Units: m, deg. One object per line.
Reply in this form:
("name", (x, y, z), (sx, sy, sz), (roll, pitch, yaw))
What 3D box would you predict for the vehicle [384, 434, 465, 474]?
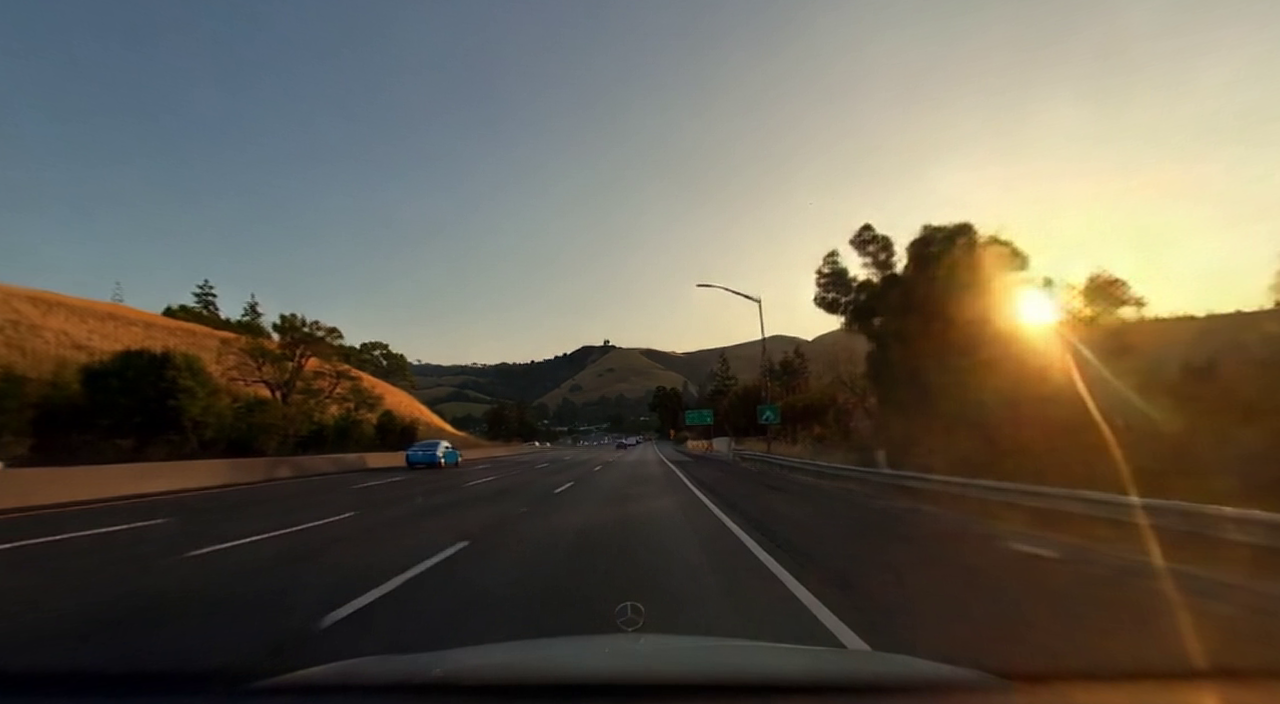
("vehicle", (-10.495, 5.008, 31.218), (2.152, 1.753, 4.972), (0, -8, 2))
